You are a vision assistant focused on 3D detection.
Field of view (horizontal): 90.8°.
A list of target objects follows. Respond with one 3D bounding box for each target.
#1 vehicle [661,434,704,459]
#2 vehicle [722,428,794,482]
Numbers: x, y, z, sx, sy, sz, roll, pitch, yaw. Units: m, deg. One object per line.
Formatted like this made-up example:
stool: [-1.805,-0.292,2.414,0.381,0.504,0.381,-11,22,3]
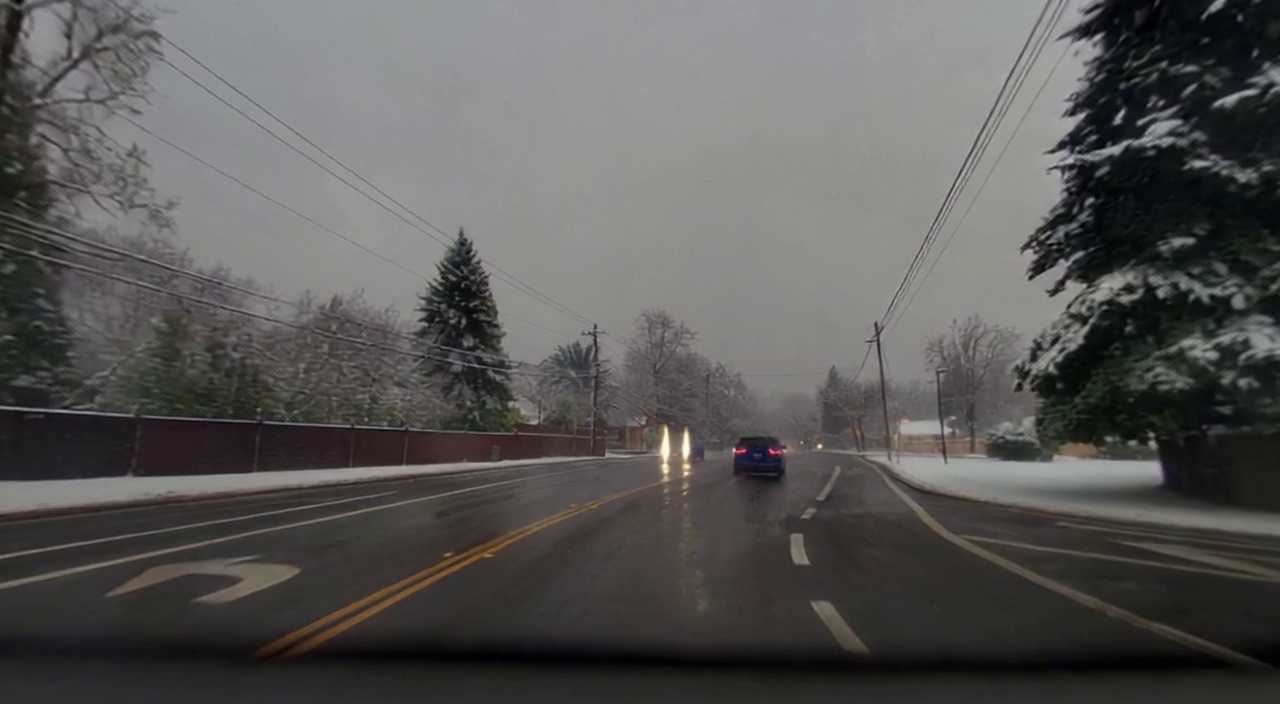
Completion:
vehicle: [3.044,6.683,44.671,2.226,1.664,4.342,-2,-8,14]
vehicle: [4.218,3.553,22.099,2.139,1.699,3.916,-2,-8,15]
